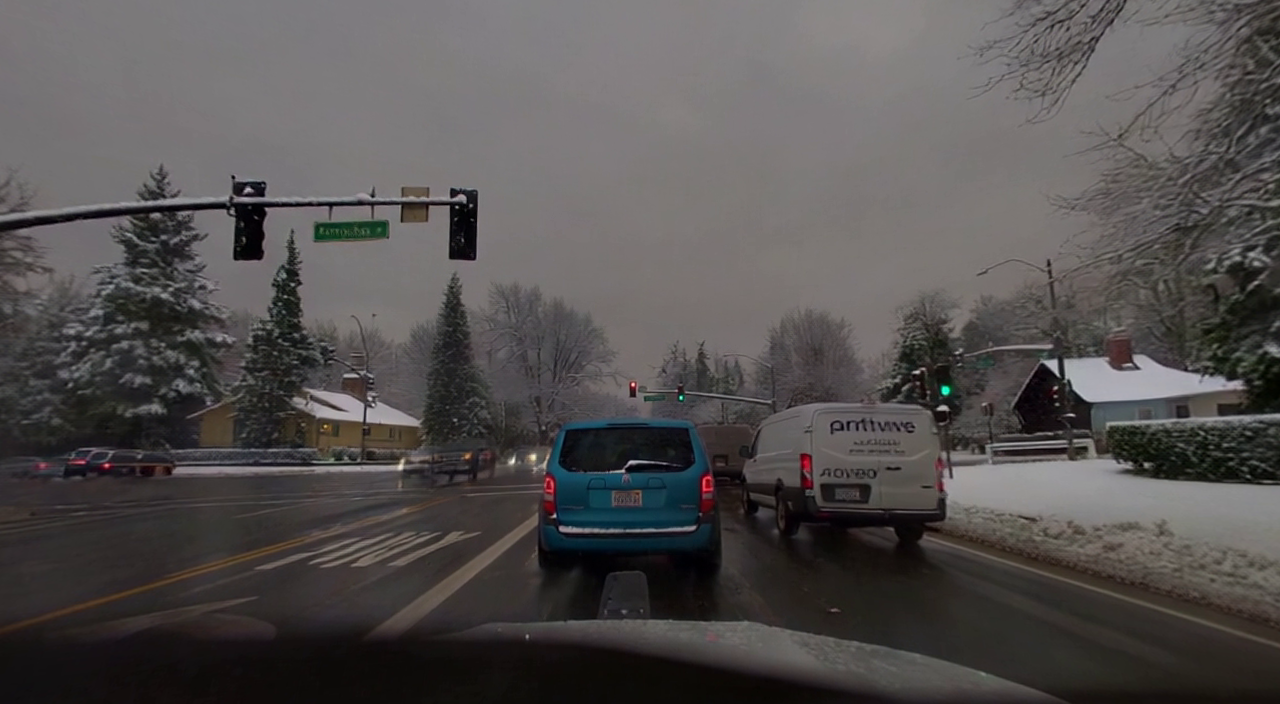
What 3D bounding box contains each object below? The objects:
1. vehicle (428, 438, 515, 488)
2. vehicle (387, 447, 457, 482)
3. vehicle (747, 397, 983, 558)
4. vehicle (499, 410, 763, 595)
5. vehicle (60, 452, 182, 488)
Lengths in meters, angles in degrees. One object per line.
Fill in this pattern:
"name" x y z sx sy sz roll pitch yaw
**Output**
"vehicle" -6.543 4.345 25.001 2.070 1.775 4.703 0 -8 1
"vehicle" -10.308 5.334 30.021 1.881 1.515 4.262 0 -8 -1
"vehicle" 3.084 1.832 9.780 2.059 1.924 4.257 0 -8 0
"vehicle" -0.072 1.658 7.801 2.321 1.624 4.367 0 -8 0
"vehicle" -25.259 5.733 30.710 4.073 1.603 1.920 1 -9 -8
